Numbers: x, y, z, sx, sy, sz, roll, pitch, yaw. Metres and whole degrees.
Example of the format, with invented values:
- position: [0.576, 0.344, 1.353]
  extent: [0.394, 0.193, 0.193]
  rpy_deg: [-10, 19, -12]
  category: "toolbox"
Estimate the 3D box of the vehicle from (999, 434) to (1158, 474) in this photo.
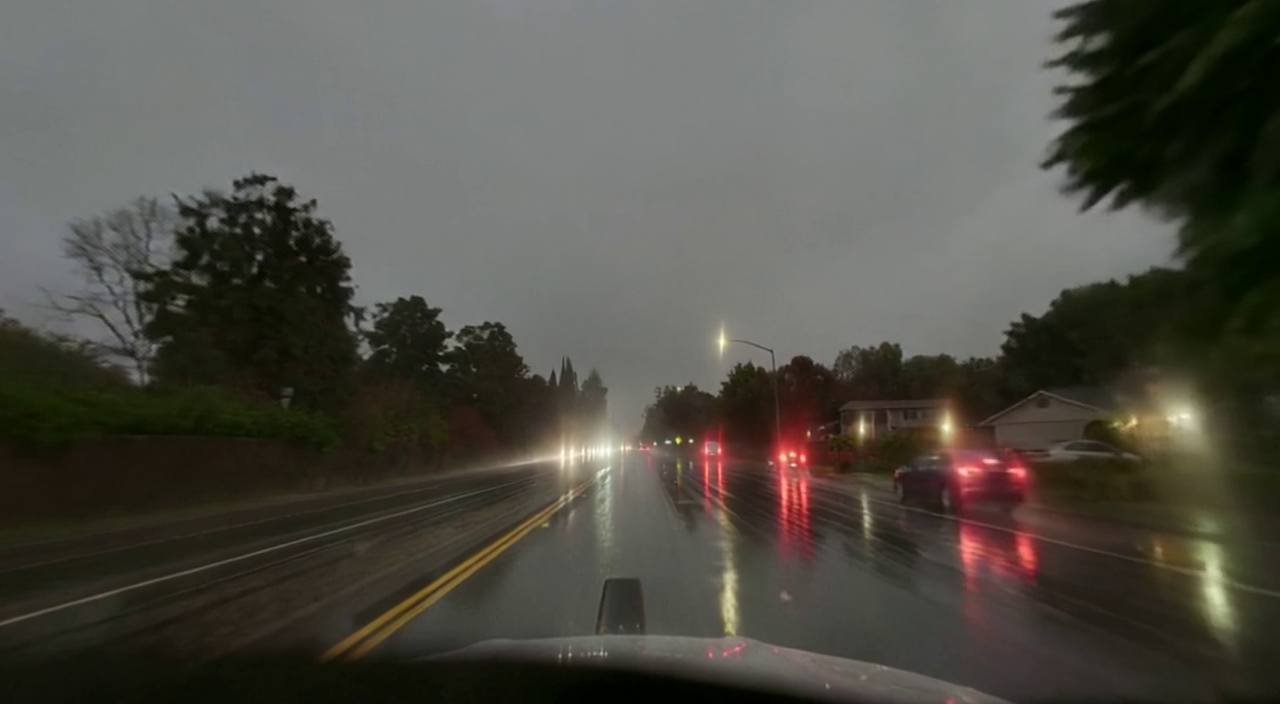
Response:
- position: [17.749, 4.151, 25.760]
  extent: [4.793, 1.537, 2.353]
  rpy_deg: [1, -9, -5]
  category: "vehicle"

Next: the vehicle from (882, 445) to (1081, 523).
- position: [7.393, 2.866, 14.372]
  extent: [2.010, 1.469, 4.548]
  rpy_deg: [0, -9, 1]
  category: "vehicle"

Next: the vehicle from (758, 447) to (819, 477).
- position: [7.581, 5.661, 32.735]
  extent: [1.967, 1.449, 4.645]
  rpy_deg: [0, -9, -1]
  category: "vehicle"
